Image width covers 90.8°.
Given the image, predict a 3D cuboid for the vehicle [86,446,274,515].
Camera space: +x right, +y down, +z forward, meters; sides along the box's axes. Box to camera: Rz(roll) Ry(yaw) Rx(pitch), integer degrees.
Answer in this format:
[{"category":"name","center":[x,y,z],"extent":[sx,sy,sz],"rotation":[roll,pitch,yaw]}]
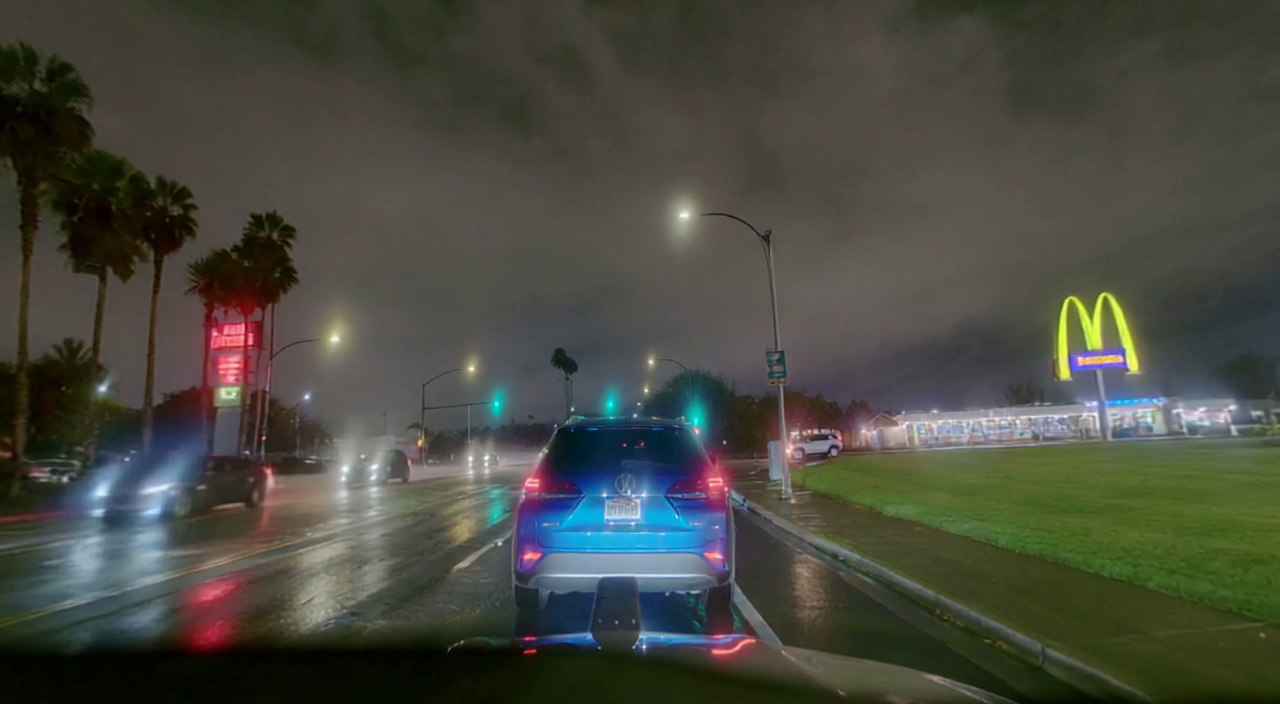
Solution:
[{"category":"vehicle","center":[-12.909,3.583,18.190],"extent":[1.965,1.718,4.466],"rotation":[0,-9,1]}]

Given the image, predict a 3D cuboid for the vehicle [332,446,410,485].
[{"category":"vehicle","center":[-13.915,5.867,33.070],"extent":[2.029,1.820,4.915],"rotation":[0,-9,-2]}]

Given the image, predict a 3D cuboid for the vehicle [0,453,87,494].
[{"category":"vehicle","center":[-28.117,5.416,28.217],"extent":[4.584,1.714,2.186],"rotation":[4,-10,-27]}]

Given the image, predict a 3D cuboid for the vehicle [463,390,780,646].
[{"category":"vehicle","center":[-0.143,1.418,6.328],"extent":[2.137,1.728,3.926],"rotation":[0,-9,-1]}]
